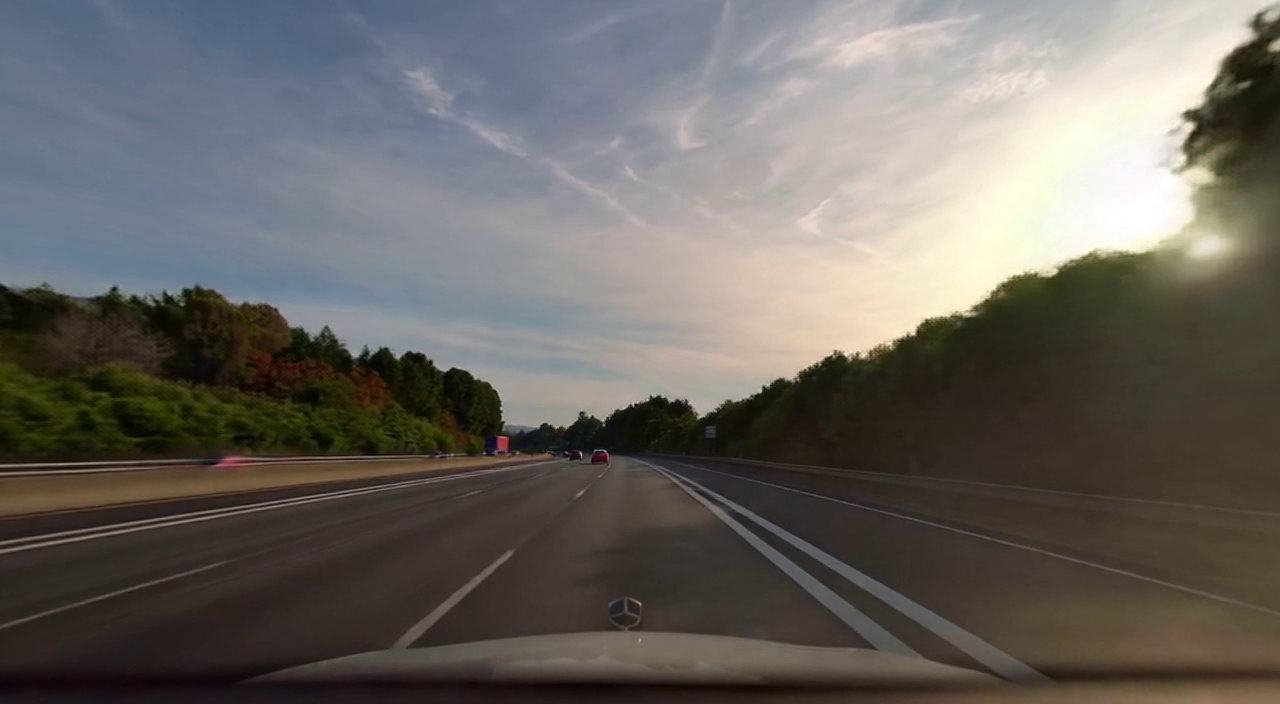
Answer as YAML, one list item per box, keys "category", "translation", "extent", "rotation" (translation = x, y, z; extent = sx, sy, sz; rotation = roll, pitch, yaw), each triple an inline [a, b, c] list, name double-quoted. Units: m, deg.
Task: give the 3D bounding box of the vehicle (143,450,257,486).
- category: "vehicle"
  translation: [-21.651, 5.698, 31.367]
  extent: [2.186, 1.603, 4.899]
  rotation: [0, -9, -1]
